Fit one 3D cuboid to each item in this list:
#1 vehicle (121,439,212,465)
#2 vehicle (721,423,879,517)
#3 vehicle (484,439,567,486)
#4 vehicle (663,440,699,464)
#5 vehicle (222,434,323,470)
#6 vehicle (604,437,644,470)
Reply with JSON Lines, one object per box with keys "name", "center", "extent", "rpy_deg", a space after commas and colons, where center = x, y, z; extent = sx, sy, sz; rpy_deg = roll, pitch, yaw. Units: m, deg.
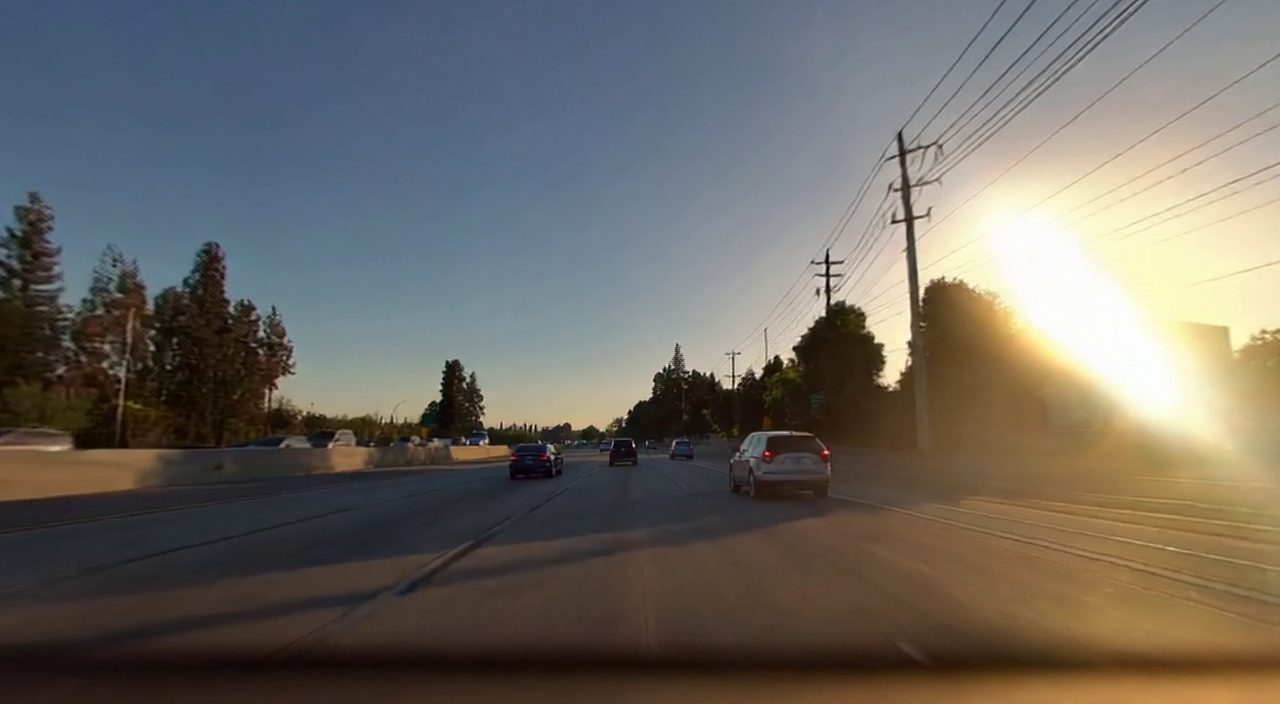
{"name": "vehicle", "center": [-28.081, 5.933, 37.622], "extent": [1.785, 1.445, 4.699], "rpy_deg": [0, -8, -1]}
{"name": "vehicle", "center": [3.288, 2.555, 14.172], "extent": [2.102, 1.723, 4.745], "rpy_deg": [1, -9, -3]}
{"name": "vehicle", "center": [-4.165, 4.095, 23.822], "extent": [2.091, 1.562, 5.220], "rpy_deg": [0, -9, 1]}
{"name": "vehicle", "center": [2.970, 7.414, 46.926], "extent": [2.099, 1.720, 4.829], "rpy_deg": [1, -9, -3]}
{"name": "vehicle", "center": [-16.818, 4.603, 29.186], "extent": [1.984, 1.524, 4.452], "rpy_deg": [0, -9, 0]}
{"name": "vehicle", "center": [-0.947, 5.890, 36.758], "extent": [2.192, 1.769, 4.287], "rpy_deg": [0, -9, -1]}
